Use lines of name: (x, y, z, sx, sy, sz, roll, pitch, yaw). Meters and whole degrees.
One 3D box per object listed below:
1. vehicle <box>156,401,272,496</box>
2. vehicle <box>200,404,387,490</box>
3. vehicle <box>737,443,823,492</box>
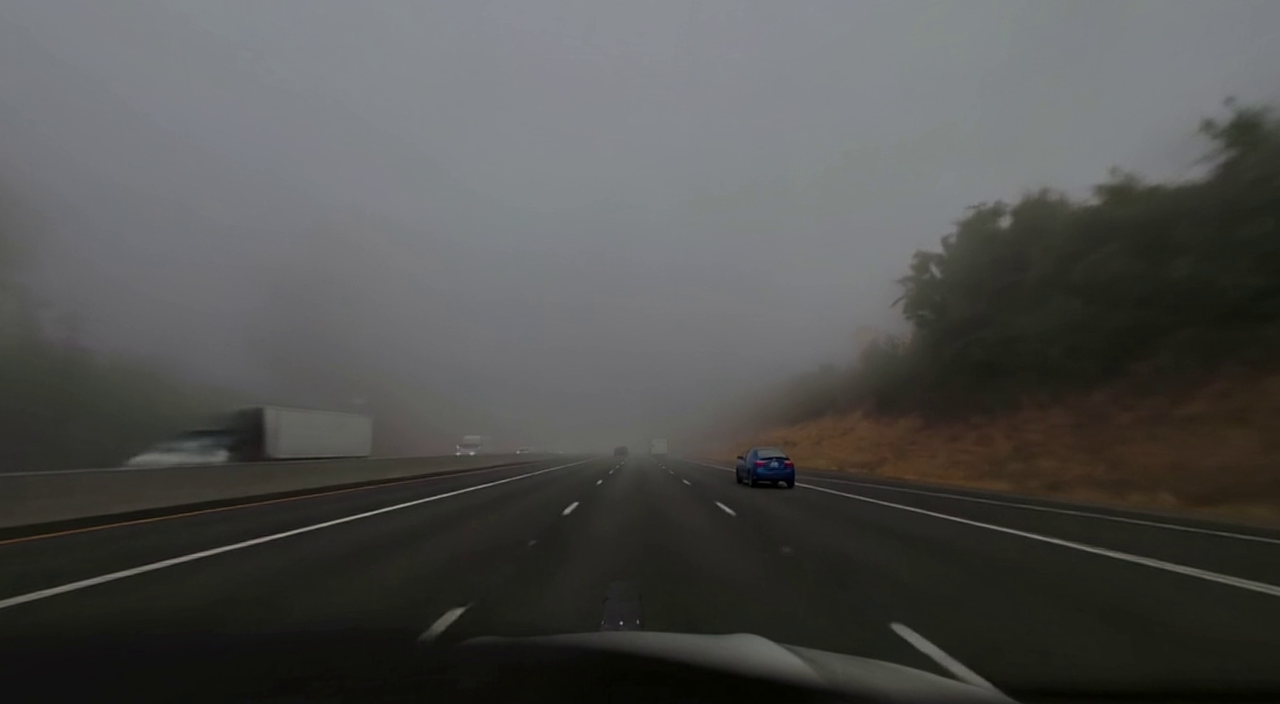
vehicle: (-19.209, 4.365, 28.667, 2.999, 4.006, 2.848, 0, -9, 0)
vehicle: (-19.256, 5.597, 37.018, 2.888, 4.058, 14.195, 0, -9, 0)
vehicle: (4.617, 3.861, 21.422, 1.967, 1.472, 3.751, 0, -9, -2)
